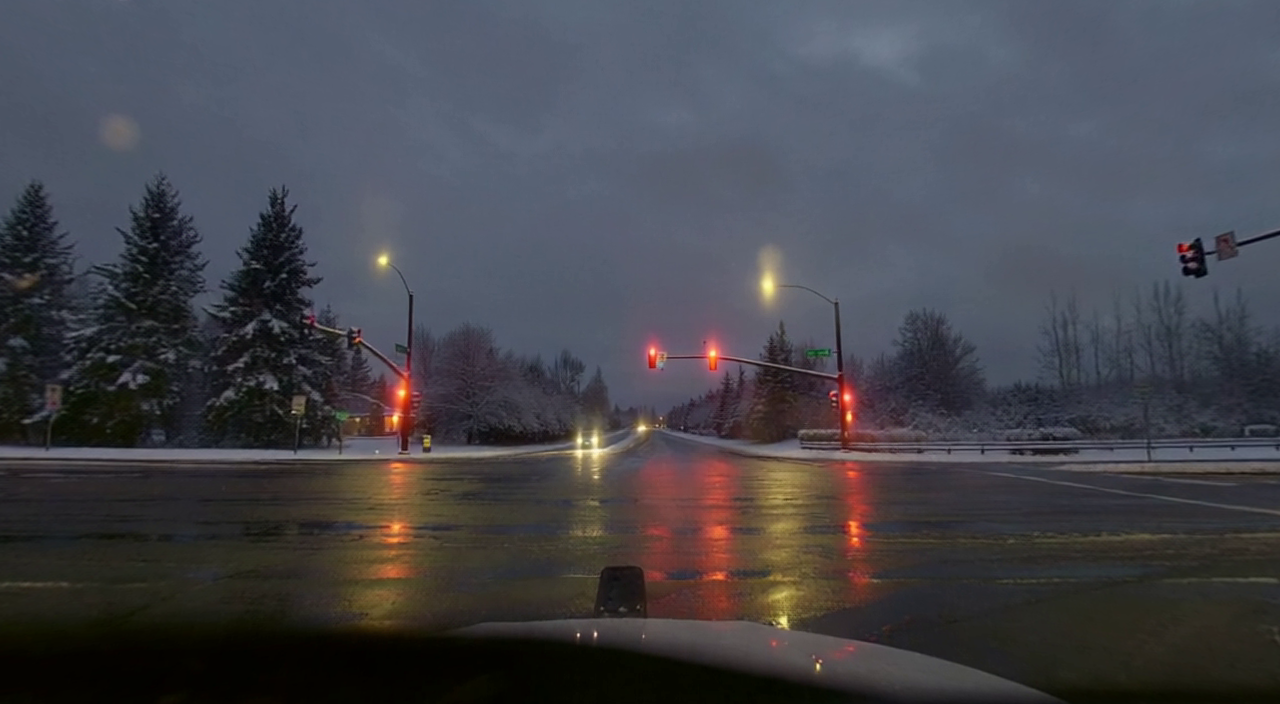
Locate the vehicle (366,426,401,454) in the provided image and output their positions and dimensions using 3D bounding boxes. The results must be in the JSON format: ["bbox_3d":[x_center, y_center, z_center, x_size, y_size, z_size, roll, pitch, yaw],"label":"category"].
[{"bbox_3d":[-19.993,6.853,48.886,1.873,2.079,2.879,5,-10,-33],"label":"vehicle"}]
